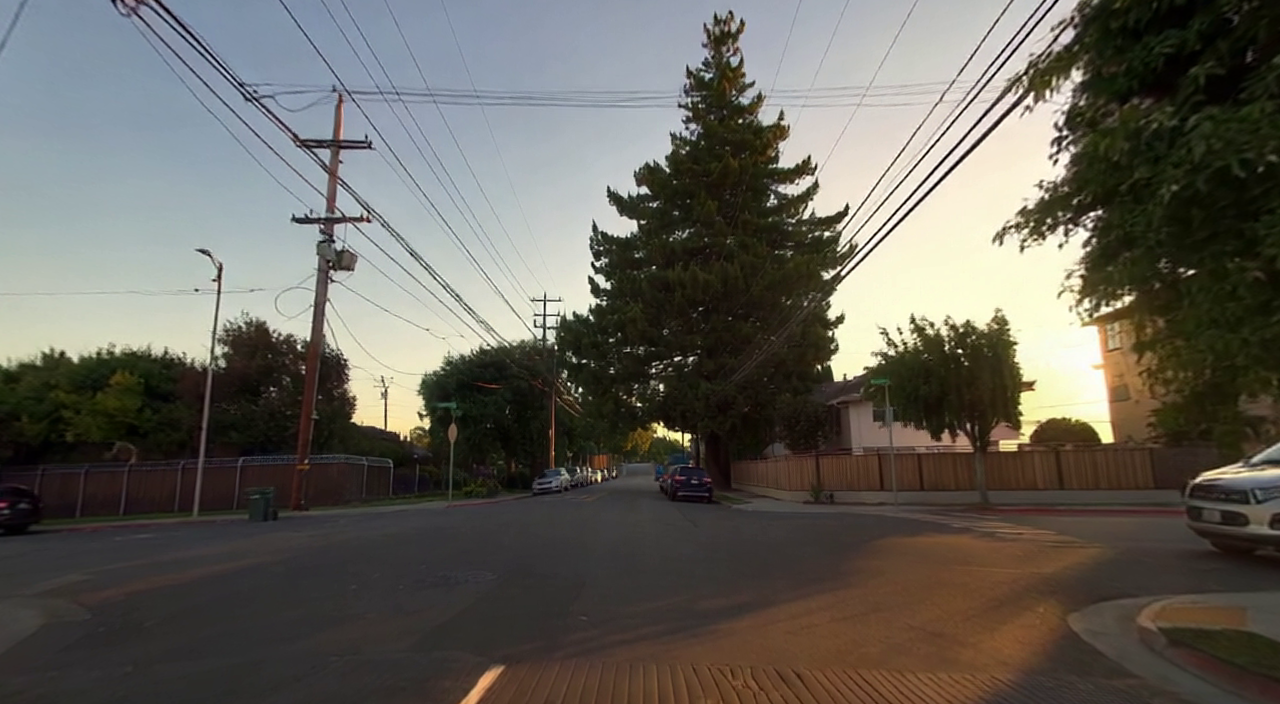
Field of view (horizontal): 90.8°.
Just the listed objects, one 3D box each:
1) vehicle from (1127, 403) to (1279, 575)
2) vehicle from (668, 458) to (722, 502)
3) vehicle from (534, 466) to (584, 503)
[{"bbox_3d":[9.703,1.702,8.213,4.677,1.949,2.334,-1,-9,3],"label":"vehicle"},{"bbox_3d":[2.582,6.129,30.696,2.051,1.874,4.459,0,-9,-2],"label":"vehicle"},{"bbox_3d":[-4.312,7.128,34.216,2.189,1.771,4.571,0,-10,-1],"label":"vehicle"}]
